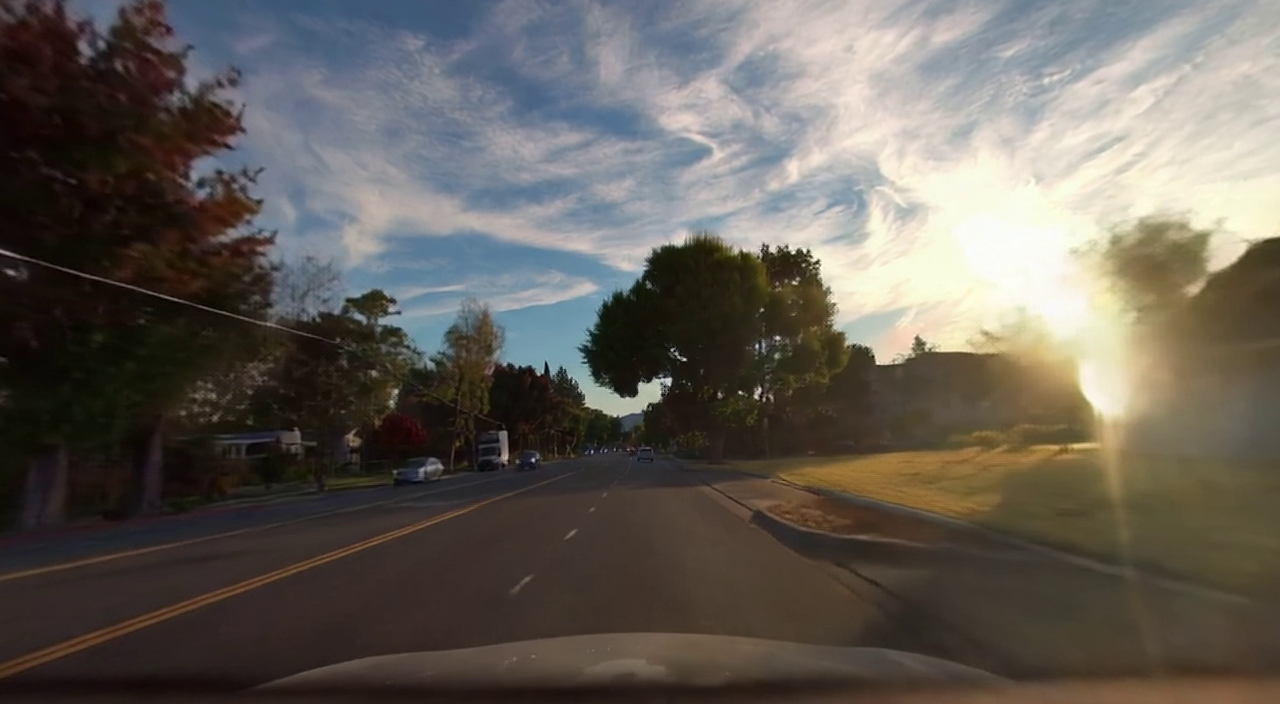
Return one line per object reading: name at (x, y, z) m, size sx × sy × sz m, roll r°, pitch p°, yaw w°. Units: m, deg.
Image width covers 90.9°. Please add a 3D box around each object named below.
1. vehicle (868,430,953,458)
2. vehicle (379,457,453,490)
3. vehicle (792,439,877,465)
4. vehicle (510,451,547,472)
vehicle at (18.851, 6.454, 44.055) m, size 4.821 × 1.832 × 2.196 m, roll 0°, pitch -9°, yaw -3°
vehicle at (-11.185, 6.097, 31.908) m, size 2.026 × 1.519 × 4.534 m, roll -1°, pitch -9°, yaw 1°
vehicle at (13.481, 6.937, 43.889) m, size 5.177 × 1.468 × 2.090 m, roll -4°, pitch -7°, yaw 2°
vehicle at (-8.489, 8.414, 48.485) m, size 1.961 × 1.518 × 4.846 m, roll 0°, pitch -9°, yaw 0°
